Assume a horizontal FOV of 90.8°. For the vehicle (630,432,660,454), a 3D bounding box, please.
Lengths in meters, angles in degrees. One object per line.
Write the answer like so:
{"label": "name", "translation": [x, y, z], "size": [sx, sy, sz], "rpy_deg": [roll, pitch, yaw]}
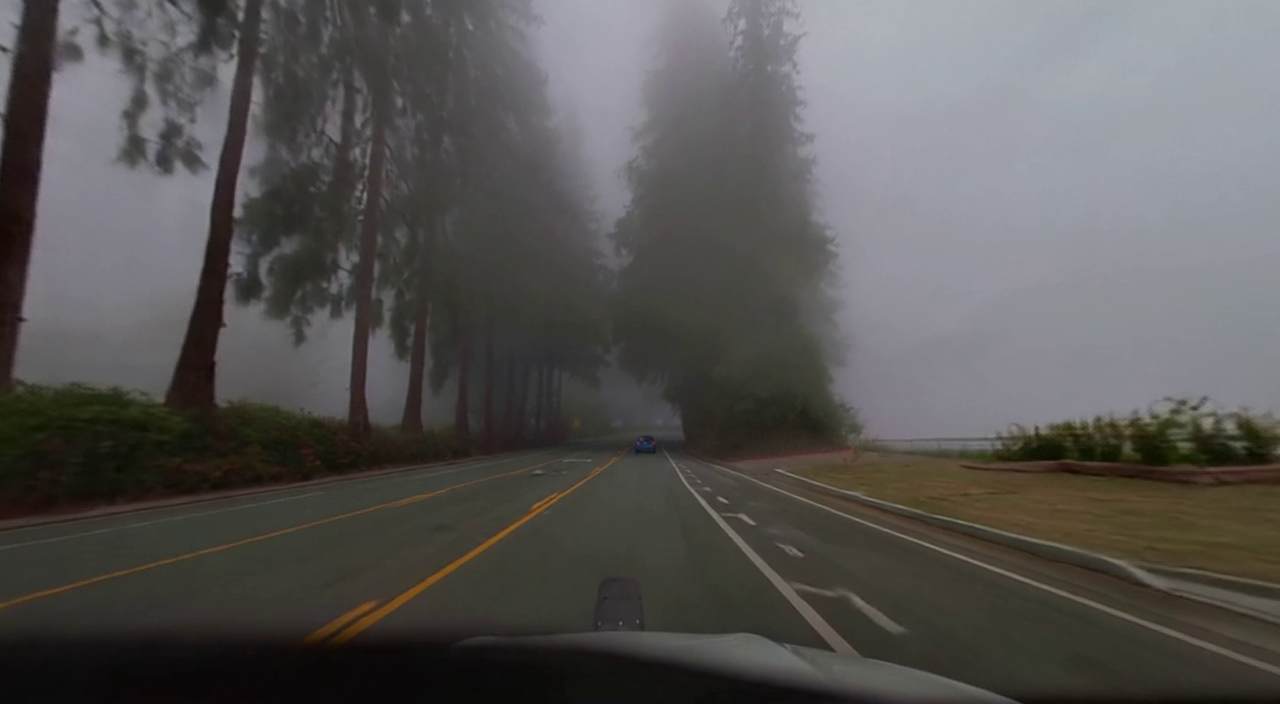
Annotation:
{"label": "vehicle", "translation": [0.360, 6.497, 45.001], "size": [2.067, 1.486, 3.861], "rpy_deg": [0, -9, 1]}
